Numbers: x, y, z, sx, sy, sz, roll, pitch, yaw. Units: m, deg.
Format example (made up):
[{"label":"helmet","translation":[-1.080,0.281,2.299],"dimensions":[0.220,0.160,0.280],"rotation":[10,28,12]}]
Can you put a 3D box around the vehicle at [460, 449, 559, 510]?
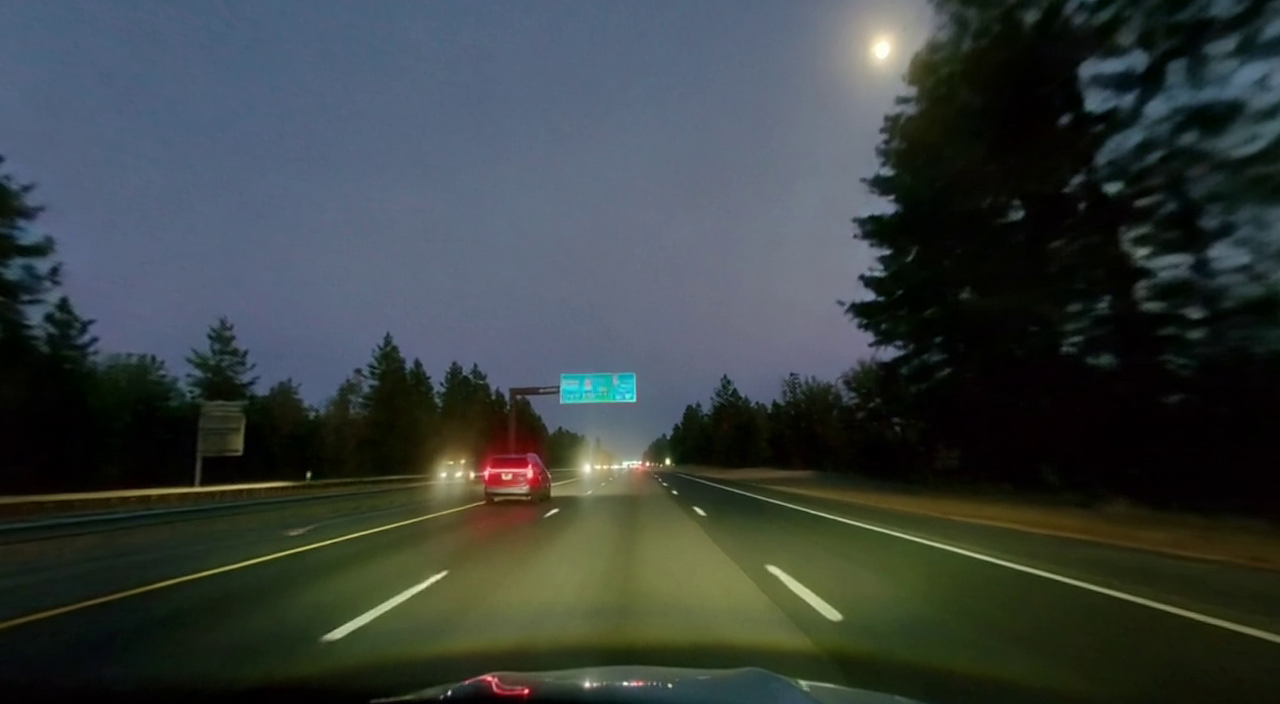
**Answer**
[{"label":"vehicle","translation":[-3.785,3.826,19.103],"dimensions":[2.081,1.586,4.245],"rotation":[1,-10,0]}]
